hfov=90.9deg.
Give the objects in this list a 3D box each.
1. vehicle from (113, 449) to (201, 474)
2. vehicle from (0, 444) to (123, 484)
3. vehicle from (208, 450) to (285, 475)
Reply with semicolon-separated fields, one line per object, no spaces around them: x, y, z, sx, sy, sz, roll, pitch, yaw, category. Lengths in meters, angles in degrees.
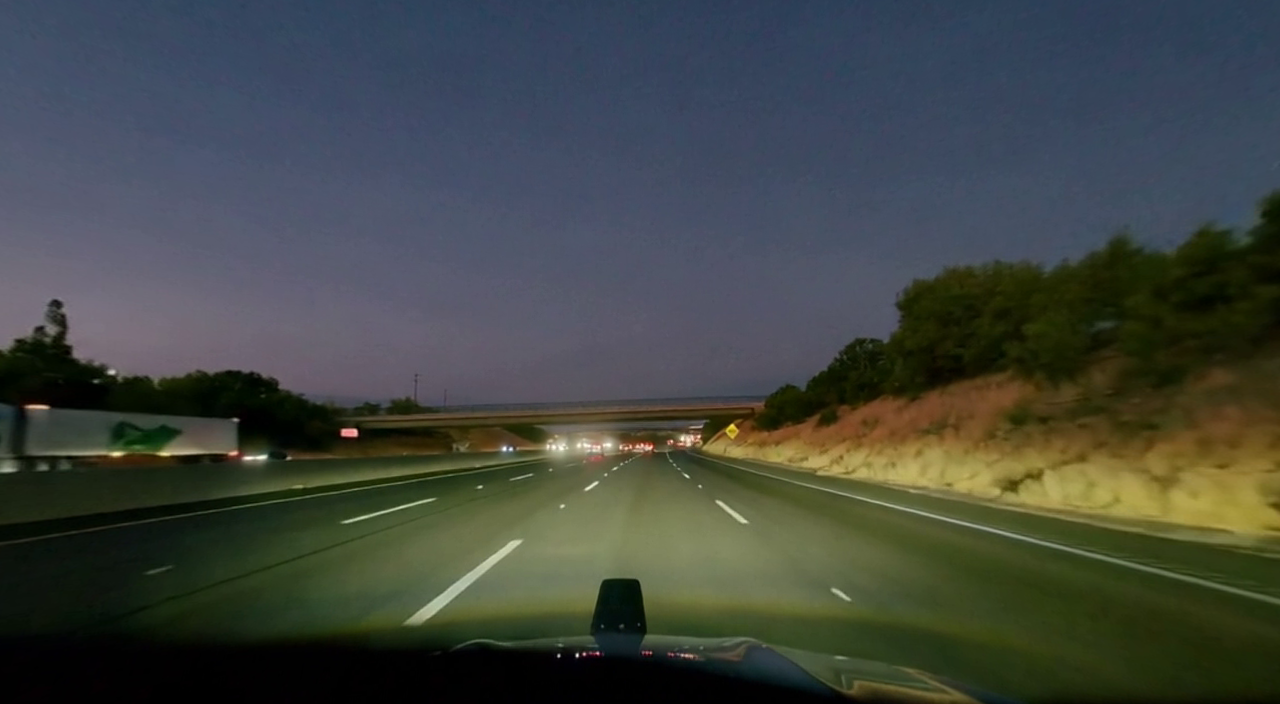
-31.935;7.227;41.910;1.861;1.486;4.847;-1;-9;2;vehicle
-28.500;5.437;30.950;1.970;1.779;4.958;0;-9;0;vehicle
-24.259;6.799;39.055;1.813;1.465;4.362;-1;-9;2;vehicle
